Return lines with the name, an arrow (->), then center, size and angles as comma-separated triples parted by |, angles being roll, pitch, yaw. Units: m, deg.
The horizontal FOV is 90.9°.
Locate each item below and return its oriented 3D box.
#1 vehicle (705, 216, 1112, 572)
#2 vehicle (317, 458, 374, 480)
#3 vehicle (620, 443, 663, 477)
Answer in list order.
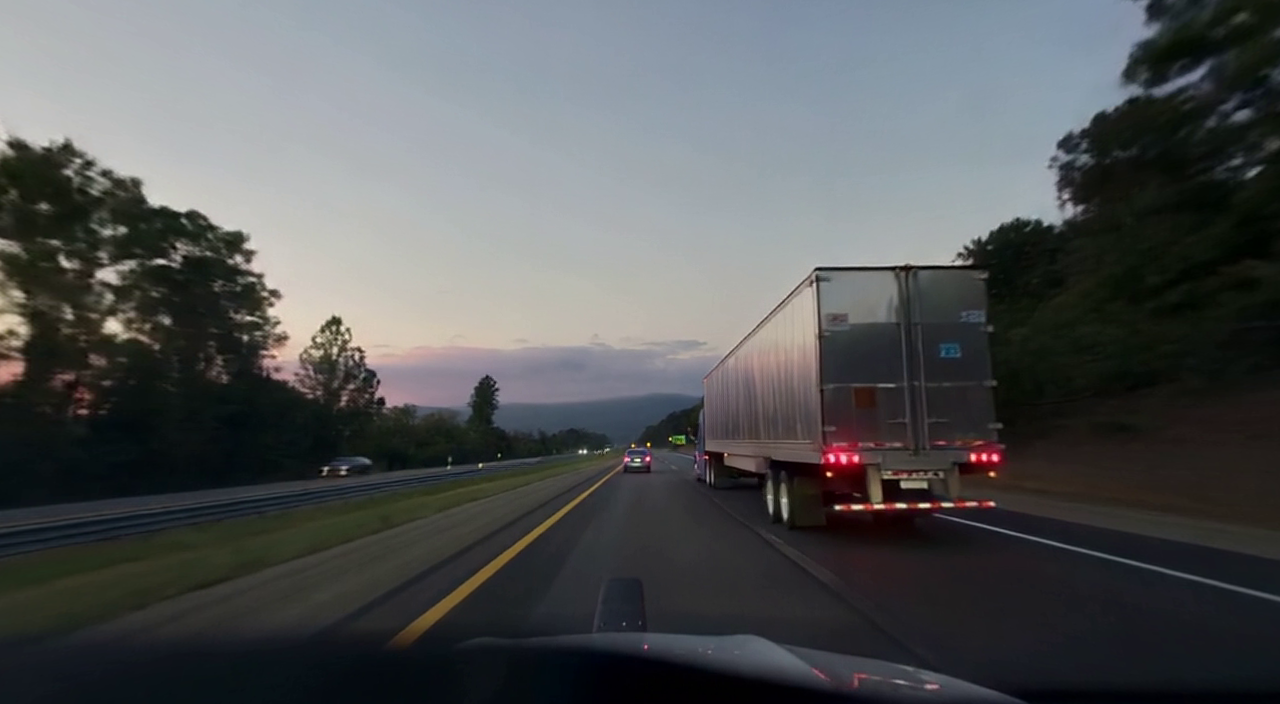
vehicle -> 3.857, 1.591, 15.254 | 2.929, 4.158, 15.921 | 0, -9, 0
vehicle -> -21.486, 8.514, 46.211 | 1.835, 1.429, 4.711 | -1, -9, 1
vehicle -> 0.102, 5.306, 31.180 | 1.968, 1.515, 4.025 | 0, -9, 1
